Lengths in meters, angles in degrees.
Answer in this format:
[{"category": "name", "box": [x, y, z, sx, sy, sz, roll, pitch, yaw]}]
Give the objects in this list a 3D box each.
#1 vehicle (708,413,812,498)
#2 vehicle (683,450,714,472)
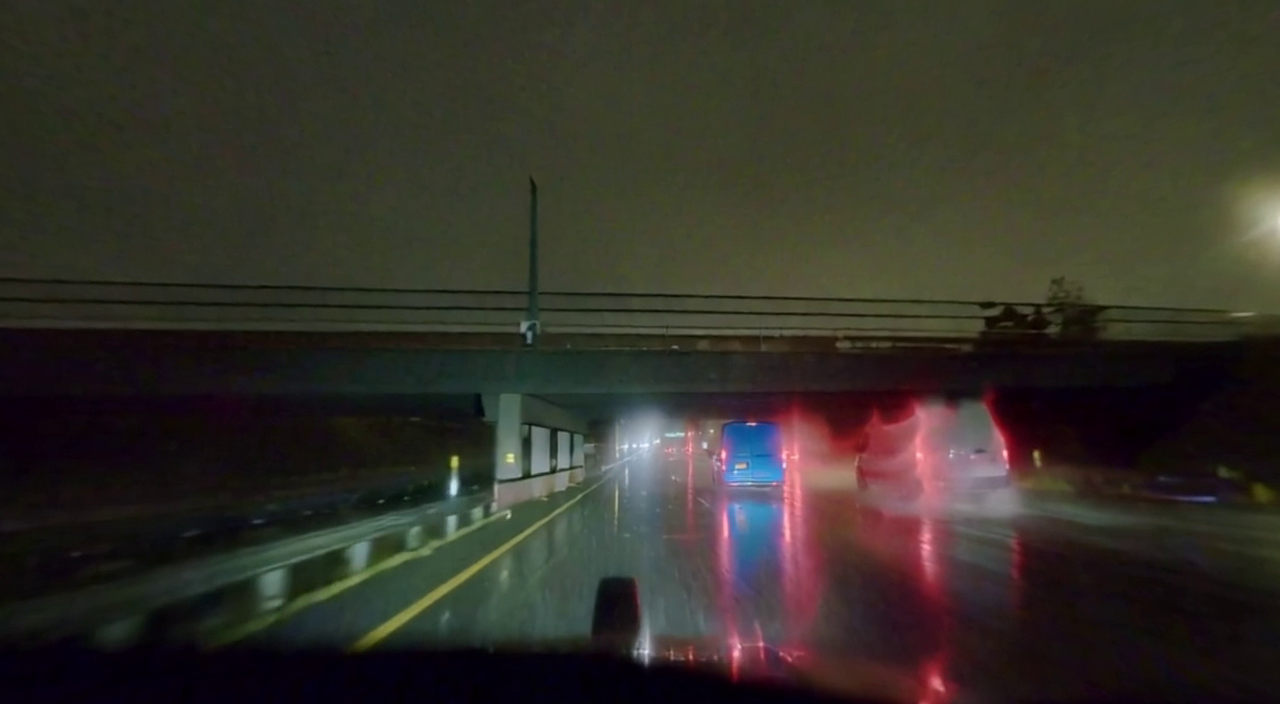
[{"category": "vehicle", "box": [3.979, 3.613, 22.104, 2.560, 2.598, 5.581, 0, -9, 0]}, {"category": "vehicle", "box": [4.509, 8.454, 48.837, 2.131, 1.665, 4.268, -1, -9, 1]}]
